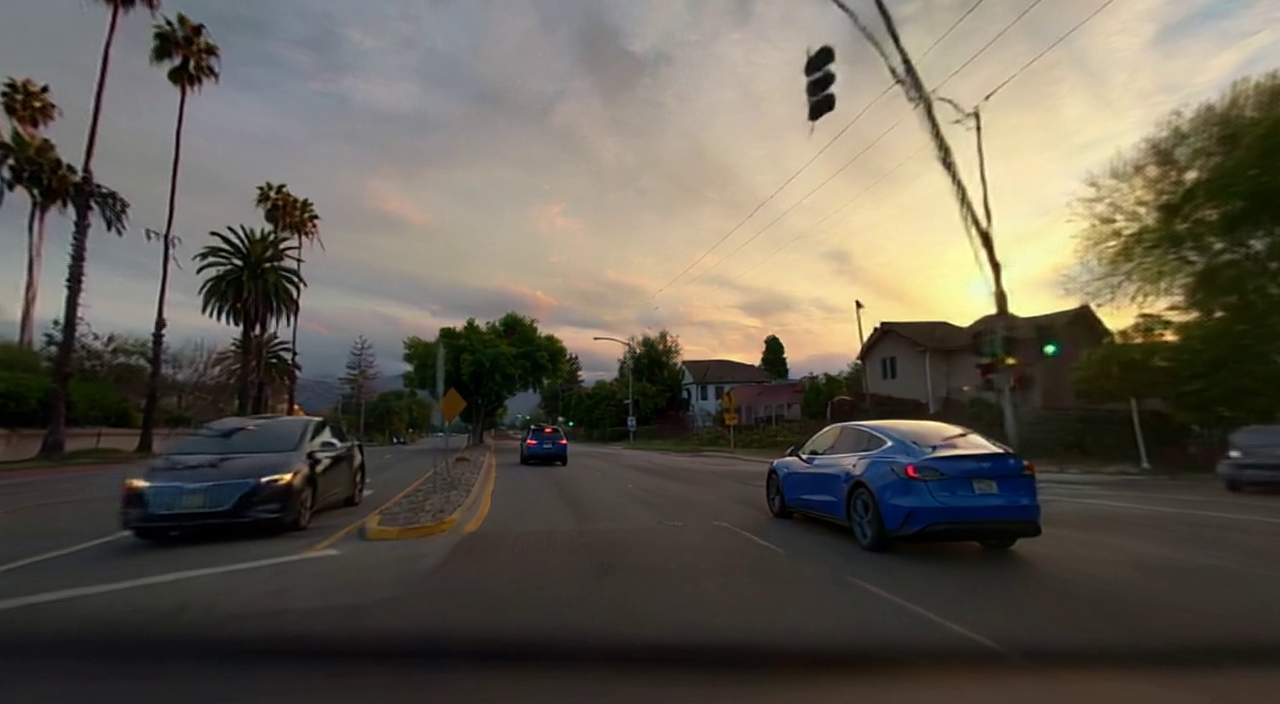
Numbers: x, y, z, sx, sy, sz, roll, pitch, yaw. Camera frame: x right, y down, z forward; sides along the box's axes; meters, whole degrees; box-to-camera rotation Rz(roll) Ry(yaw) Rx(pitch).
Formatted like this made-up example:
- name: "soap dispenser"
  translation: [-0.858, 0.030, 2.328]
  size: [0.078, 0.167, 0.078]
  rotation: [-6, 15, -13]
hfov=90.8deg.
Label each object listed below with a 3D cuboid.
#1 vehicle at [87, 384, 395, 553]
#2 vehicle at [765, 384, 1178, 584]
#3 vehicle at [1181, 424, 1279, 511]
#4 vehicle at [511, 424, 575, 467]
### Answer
- name: "vehicle"
  translation: [-5.579, 1.714, 9.969]
  size: [2.283, 1.878, 5.384]
  rotation: [2, -9, -12]
- name: "vehicle"
  translation: [3.645, 1.588, 8.491]
  size: [2.205, 1.803, 5.135]
  rotation: [1, -8, -9]
- name: "vehicle"
  translation: [14.667, 2.570, 14.748]
  size: [5.224, 1.688, 2.290]
  rotation: [5, -11, -42]
- name: "vehicle"
  translation: [-4.390, 4.118, 27.938]
  size: [2.341, 1.709, 4.466]
  rotation: [2, -9, -14]
